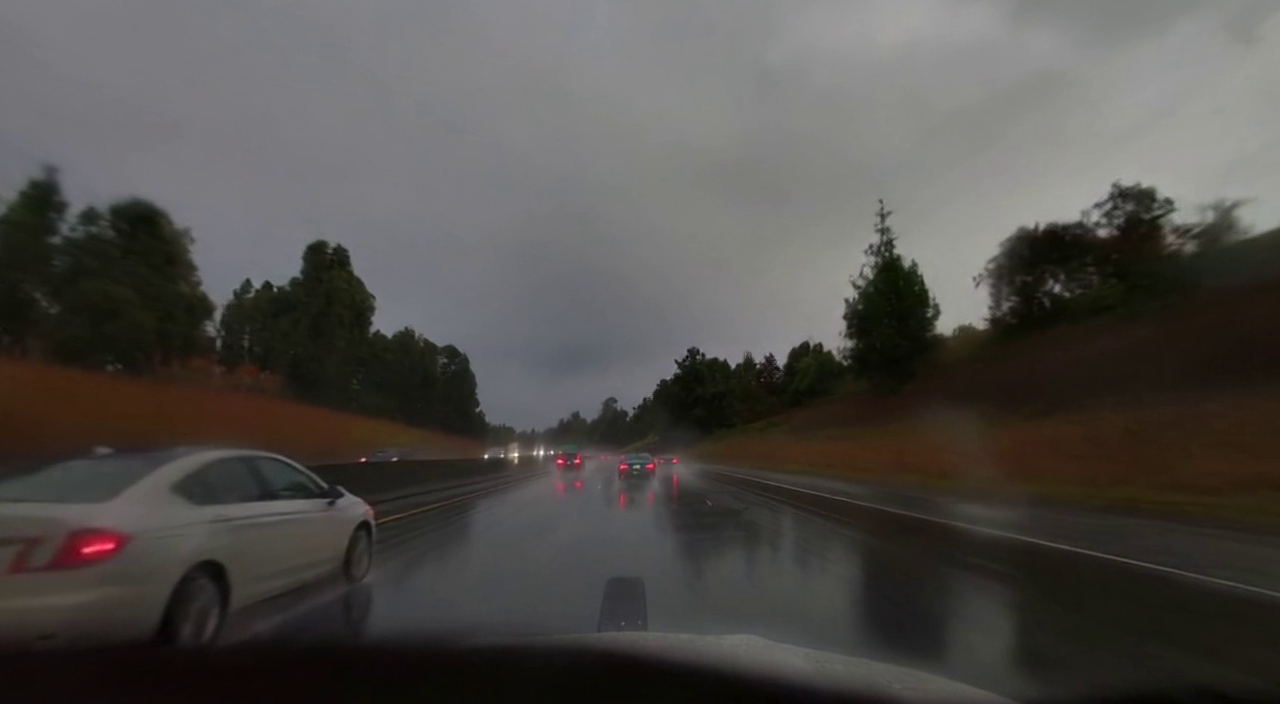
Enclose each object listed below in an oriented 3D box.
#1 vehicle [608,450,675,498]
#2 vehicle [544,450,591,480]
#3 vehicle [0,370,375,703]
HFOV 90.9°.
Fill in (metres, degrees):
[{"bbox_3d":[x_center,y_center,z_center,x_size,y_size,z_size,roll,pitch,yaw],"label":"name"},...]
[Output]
[{"bbox_3d":[0.015,3.989,20.960,2.023,1.400,4.028,0,-9,-1],"label":"vehicle"},{"bbox_3d":[-3.969,6.254,35.131,2.153,1.581,4.375,0,-9,0],"label":"vehicle"},{"bbox_3d":[-3.697,1.154,4.251,2.048,1.621,4.058,0,-9,0],"label":"vehicle"}]
